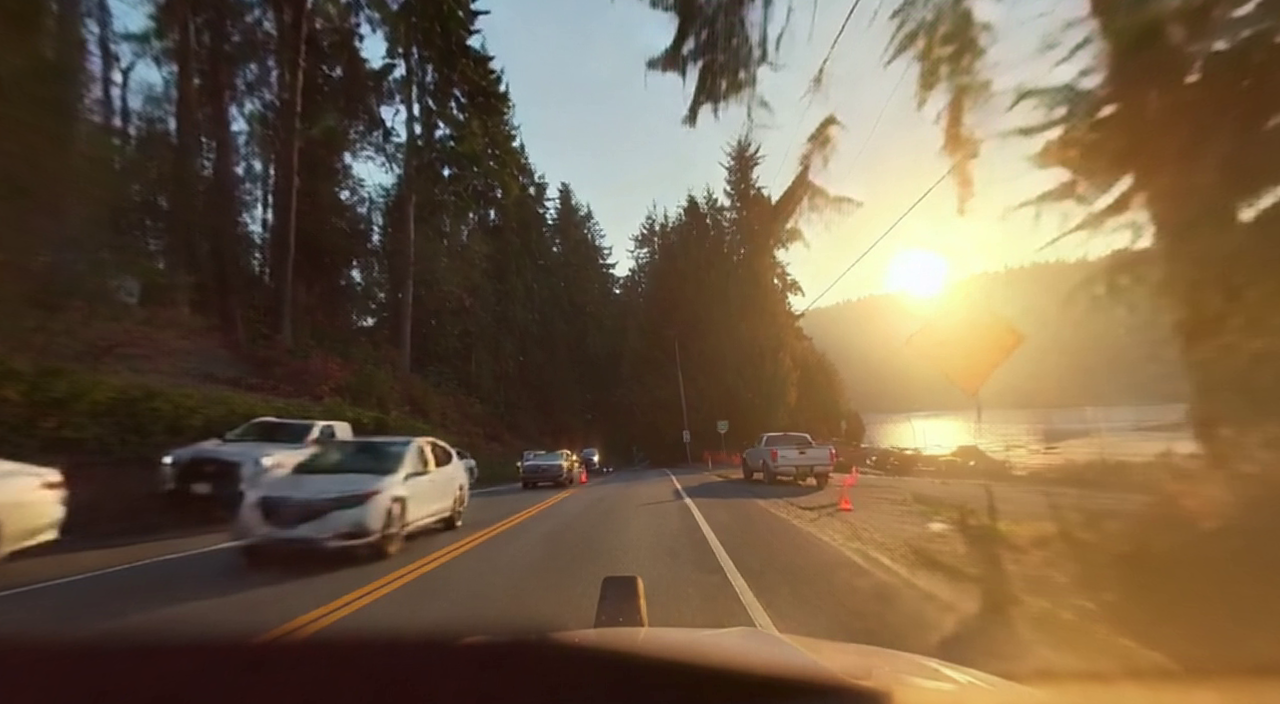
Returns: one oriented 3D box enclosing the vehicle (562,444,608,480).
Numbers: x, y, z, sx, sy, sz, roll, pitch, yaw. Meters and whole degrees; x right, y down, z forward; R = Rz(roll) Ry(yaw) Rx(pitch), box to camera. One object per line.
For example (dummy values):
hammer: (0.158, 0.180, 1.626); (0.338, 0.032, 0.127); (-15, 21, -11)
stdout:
vehicle: (-3.187, 6.493, 37.851); (2.221, 1.969, 5.153); (0, -8, 1)

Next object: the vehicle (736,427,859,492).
vehicle: (5.544, 3.912, 23.530); (2.845, 2.053, 6.457); (0, -8, -1)

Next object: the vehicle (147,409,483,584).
vehicle: (-3.988, 1.841, 9.005); (2.177, 1.803, 4.690); (0, -8, 1)

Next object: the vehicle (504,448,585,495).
vehicle: (-3.183, 4.095, 22.045); (1.981, 1.410, 4.162); (0, -8, 3)
